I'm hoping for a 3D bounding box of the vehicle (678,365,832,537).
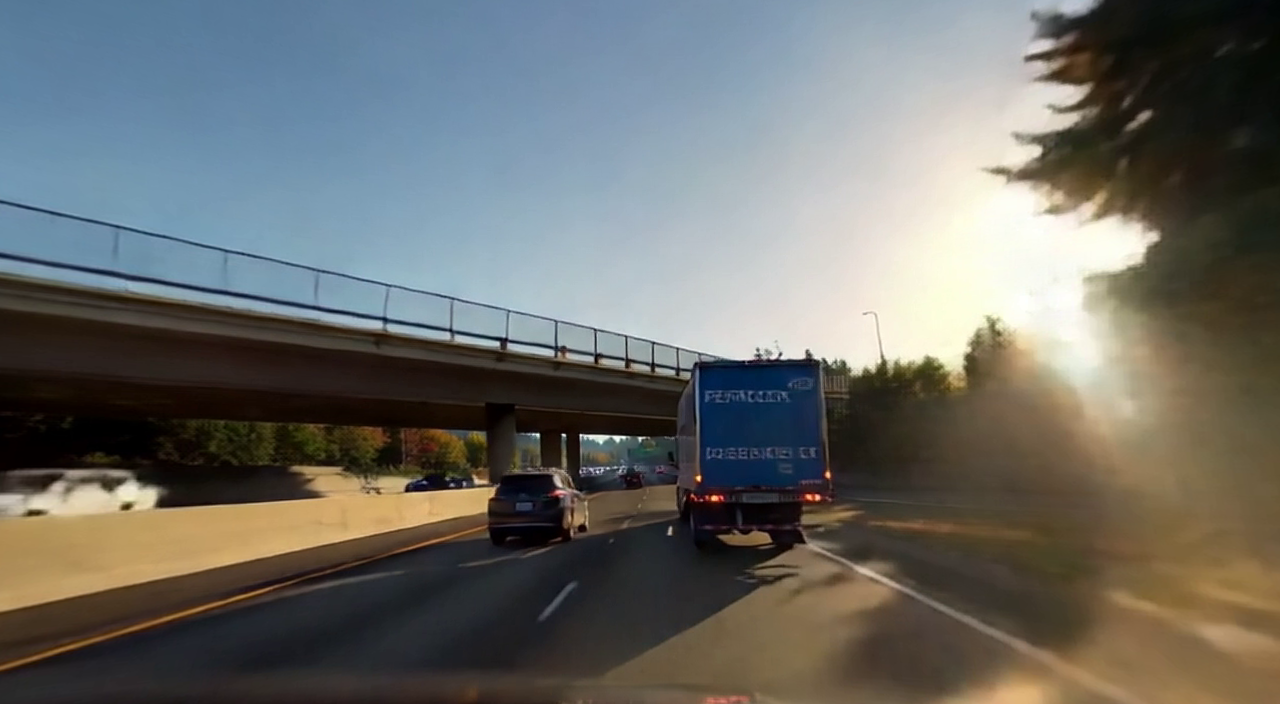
[{"bbox_3d":[2.843,3.047,18.881,2.980,3.834,9.423,1,-10,1],"label":"vehicle"}]

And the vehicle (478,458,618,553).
[{"bbox_3d":[-1.749,3.226,13.858,2.124,1.653,4.857,0,-10,3],"label":"vehicle"}]
